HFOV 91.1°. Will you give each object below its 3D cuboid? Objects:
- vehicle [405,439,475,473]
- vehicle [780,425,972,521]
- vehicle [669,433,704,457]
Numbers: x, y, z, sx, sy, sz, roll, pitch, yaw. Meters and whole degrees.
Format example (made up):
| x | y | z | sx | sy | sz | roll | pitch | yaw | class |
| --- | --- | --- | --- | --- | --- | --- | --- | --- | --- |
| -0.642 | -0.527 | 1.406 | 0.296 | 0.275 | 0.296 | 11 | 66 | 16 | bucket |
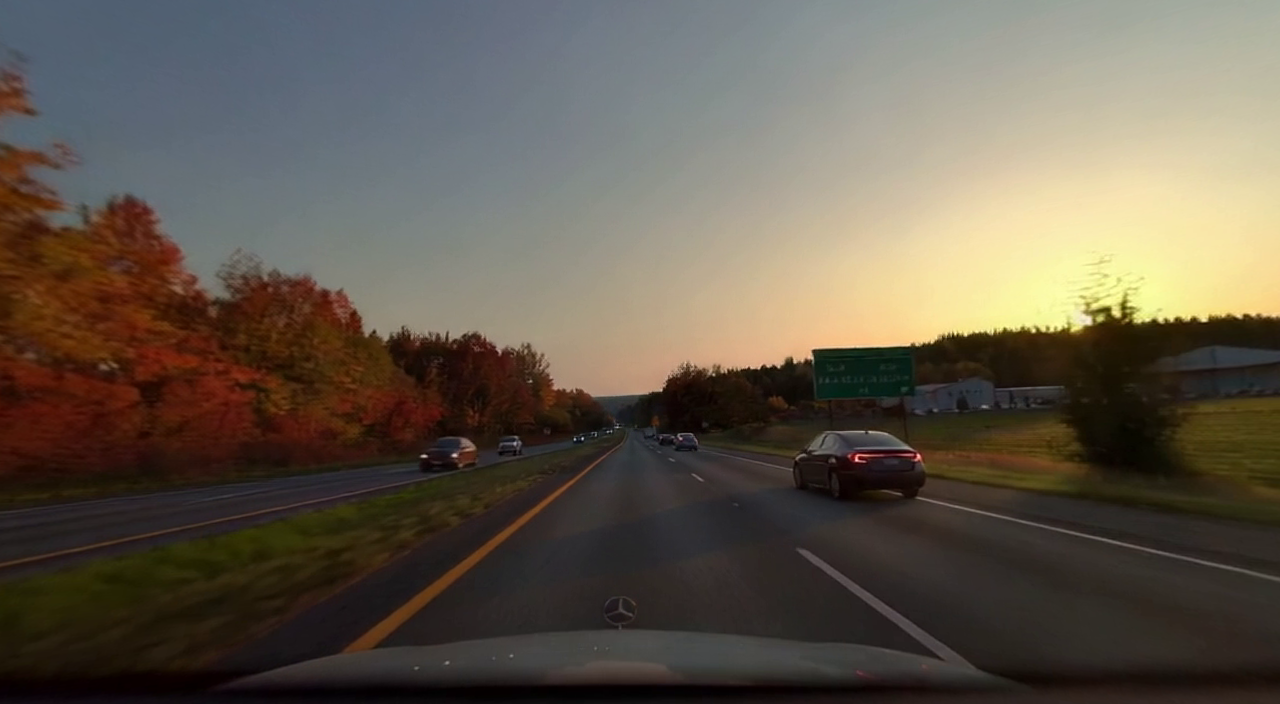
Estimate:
| x | y | z | sx | sy | sz | roll | pitch | yaw | class |
| --- | --- | --- | --- | --- | --- | --- | --- | --- | --- |
| -9.343 | 4.879 | 29.776 | 1.886 | 1.485 | 4.481 | 0 | -8 | -1 | vehicle |
| 4.277 | 2.247 | 12.253 | 2.024 | 1.516 | 4.197 | 0 | -8 | -1 | vehicle |
| 3.189 | 6.496 | 43.912 | 2.057 | 1.540 | 4.158 | 0 | -8 | -1 | vehicle |
